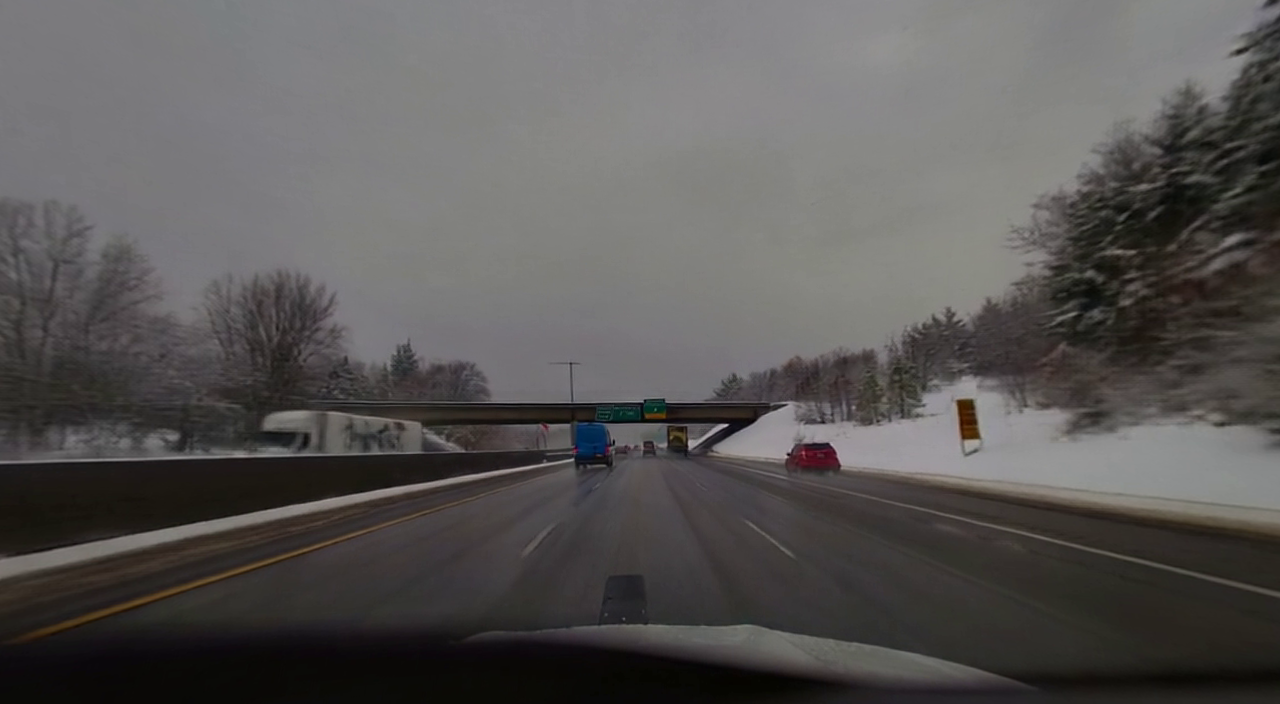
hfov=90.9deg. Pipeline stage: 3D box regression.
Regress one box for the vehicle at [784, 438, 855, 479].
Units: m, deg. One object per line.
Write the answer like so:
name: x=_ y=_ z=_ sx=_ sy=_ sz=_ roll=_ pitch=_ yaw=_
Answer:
vehicle: x=7.960 y=4.746 z=28.294 sx=1.936 sy=1.664 sz=4.198 roll=0 pitch=-9 yaw=0

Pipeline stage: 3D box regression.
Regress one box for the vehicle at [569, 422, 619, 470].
vehicle: x=-2.605 y=5.562 z=37.207 sx=2.451 sy=2.627 sz=5.868 roll=0 pitch=-9 yaw=1

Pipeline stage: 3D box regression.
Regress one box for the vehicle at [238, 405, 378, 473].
vehicle: x=-19.724 y=5.412 z=38.523 sx=2.959 sy=3.603 sz=10.096 roll=0 pitch=-9 yaw=1
